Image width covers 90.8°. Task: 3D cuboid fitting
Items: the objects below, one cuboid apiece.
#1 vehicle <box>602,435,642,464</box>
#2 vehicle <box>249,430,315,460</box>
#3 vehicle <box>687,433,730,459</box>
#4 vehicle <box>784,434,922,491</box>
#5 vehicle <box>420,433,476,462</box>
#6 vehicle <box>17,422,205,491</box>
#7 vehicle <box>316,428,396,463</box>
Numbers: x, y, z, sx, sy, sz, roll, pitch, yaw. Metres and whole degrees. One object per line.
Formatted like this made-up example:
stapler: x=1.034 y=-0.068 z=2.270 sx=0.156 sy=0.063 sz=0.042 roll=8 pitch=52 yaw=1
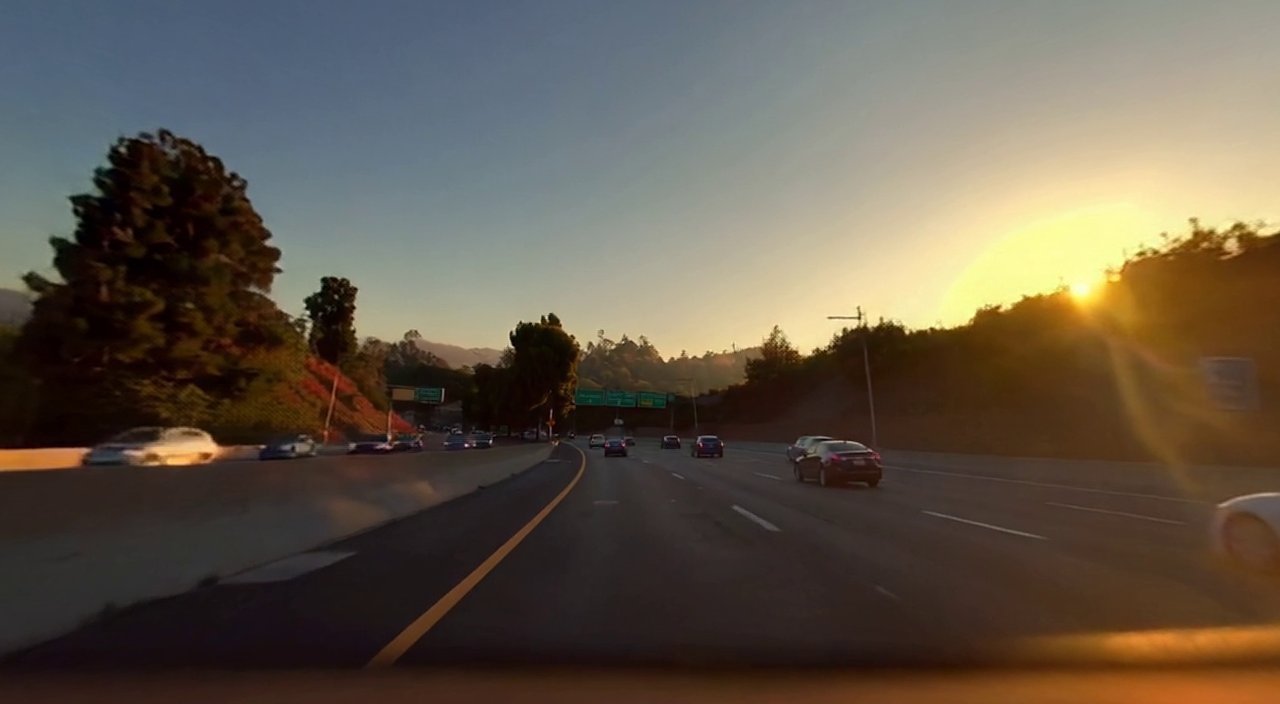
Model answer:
vehicle: x=-1.076 y=5.586 z=36.275 sx=2.090 sy=1.510 sz=4.280 roll=1 pitch=-9 yaw=-4
vehicle: x=-23.190 y=6.086 z=41.127 sx=1.970 sy=1.823 sz=4.503 roll=1 pitch=-9 yaw=-6
vehicle: x=4.472 y=6.245 z=42.089 sx=2.094 sy=1.652 sz=3.955 roll=1 pitch=-9 yaw=-5
vehicle: x=6.239 y=3.315 z=19.282 sx=2.196 sy=1.494 sz=4.735 roll=1 pitch=-9 yaw=-5
vehicle: x=-10.449 y=5.254 z=34.707 sx=1.900 sy=1.491 sz=4.406 roll=0 pitch=-9 yaw=-3
vehicle: x=-14.478 y=2.891 z=17.657 sx=1.912 sy=1.685 sz=3.901 roll=0 pitch=-9 yaw=-3
vehicle: x=-16.065 y=5.344 z=36.091 sx=2.345 sy=1.818 sz=5.149 roll=0 pitch=-9 yaw=-2
